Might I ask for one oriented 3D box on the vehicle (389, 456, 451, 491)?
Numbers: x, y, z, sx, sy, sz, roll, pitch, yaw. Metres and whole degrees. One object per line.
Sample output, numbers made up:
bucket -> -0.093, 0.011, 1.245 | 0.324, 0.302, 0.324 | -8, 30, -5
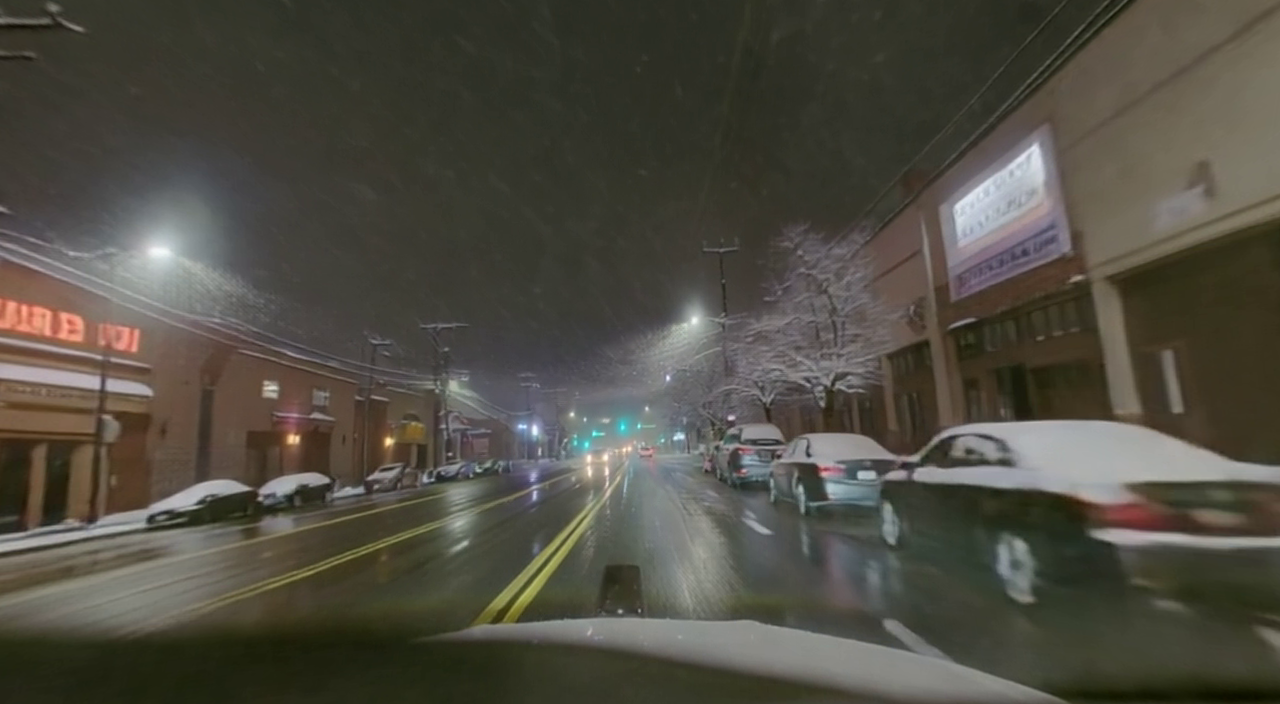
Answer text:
vehicle -> -14.984, 8.274, 43.425 | 2.124, 1.835, 5.450 | -8, -8, 0

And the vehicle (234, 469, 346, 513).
vehicle -> -15.174, 6.040, 27.796 | 2.076, 1.518, 4.981 | -2, -9, 0

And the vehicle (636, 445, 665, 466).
vehicle -> 0.737, 7.939, 48.570 | 2.099, 1.470, 4.270 | -1, -9, 0

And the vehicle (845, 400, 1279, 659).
vehicle -> 3.907, 1.424, 6.249 | 2.042, 1.487, 5.033 | 0, -9, 0

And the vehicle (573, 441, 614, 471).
vehicle -> -3.019, 6.923, 42.075 | 2.348, 1.831, 4.737 | -1, -9, 1

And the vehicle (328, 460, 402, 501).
vehicle -> -15.010, 7.006, 34.745 | 2.020, 1.695, 4.629 | -8, -8, -2

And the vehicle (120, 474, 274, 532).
vehicle -> -15.120, 5.142, 21.997 | 1.883, 1.493, 4.880 | -2, -9, 0

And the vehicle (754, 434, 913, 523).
vehicle -> 3.757, 2.554, 13.259 | 1.839, 1.505, 4.566 | 0, -9, -1
